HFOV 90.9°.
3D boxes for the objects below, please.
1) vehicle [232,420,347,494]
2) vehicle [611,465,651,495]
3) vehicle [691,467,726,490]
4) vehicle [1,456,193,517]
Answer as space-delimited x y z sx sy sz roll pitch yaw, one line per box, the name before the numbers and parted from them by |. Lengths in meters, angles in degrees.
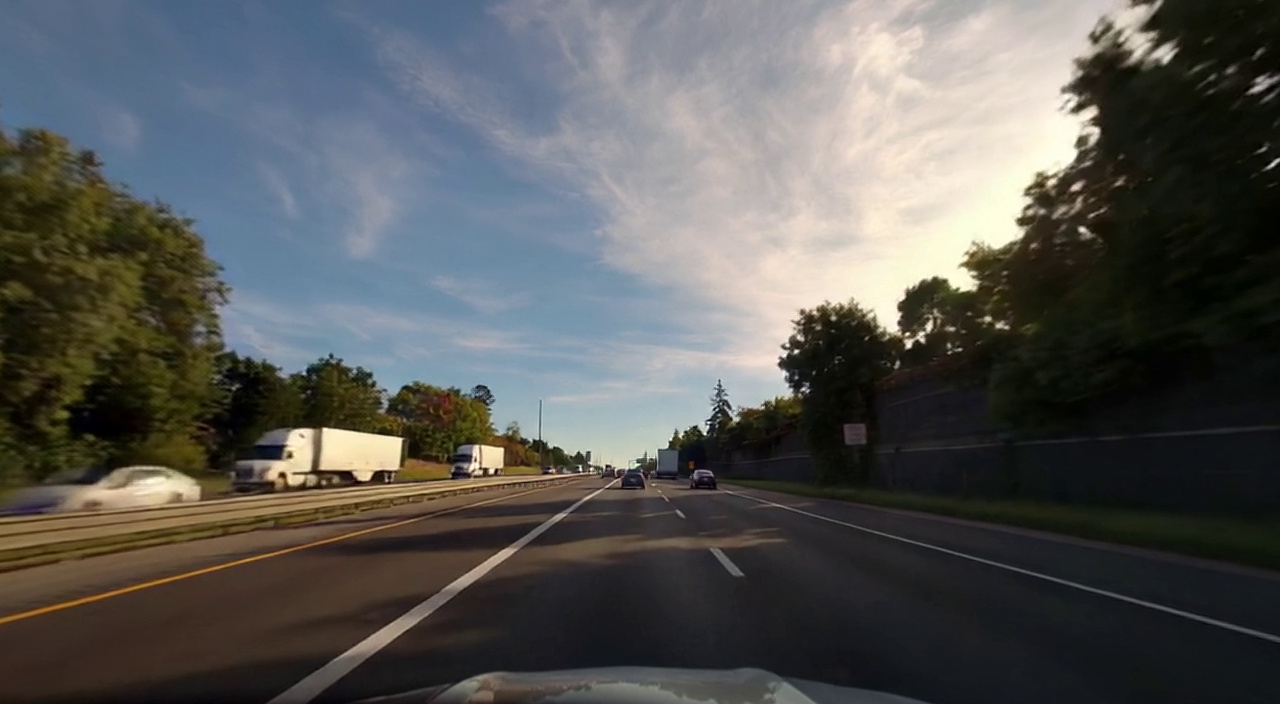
vehicle | -20.279 6.200 36.985 2.958 3.951 6.109 0 -10 0
vehicle | -0.472 6.713 33.340 2.010 1.436 3.973 1 -10 -1
vehicle | 4.909 9.159 45.763 1.897 1.476 4.334 1 -10 -2
vehicle | -15.921 3.961 18.855 1.841 1.543 4.286 1 -10 0
